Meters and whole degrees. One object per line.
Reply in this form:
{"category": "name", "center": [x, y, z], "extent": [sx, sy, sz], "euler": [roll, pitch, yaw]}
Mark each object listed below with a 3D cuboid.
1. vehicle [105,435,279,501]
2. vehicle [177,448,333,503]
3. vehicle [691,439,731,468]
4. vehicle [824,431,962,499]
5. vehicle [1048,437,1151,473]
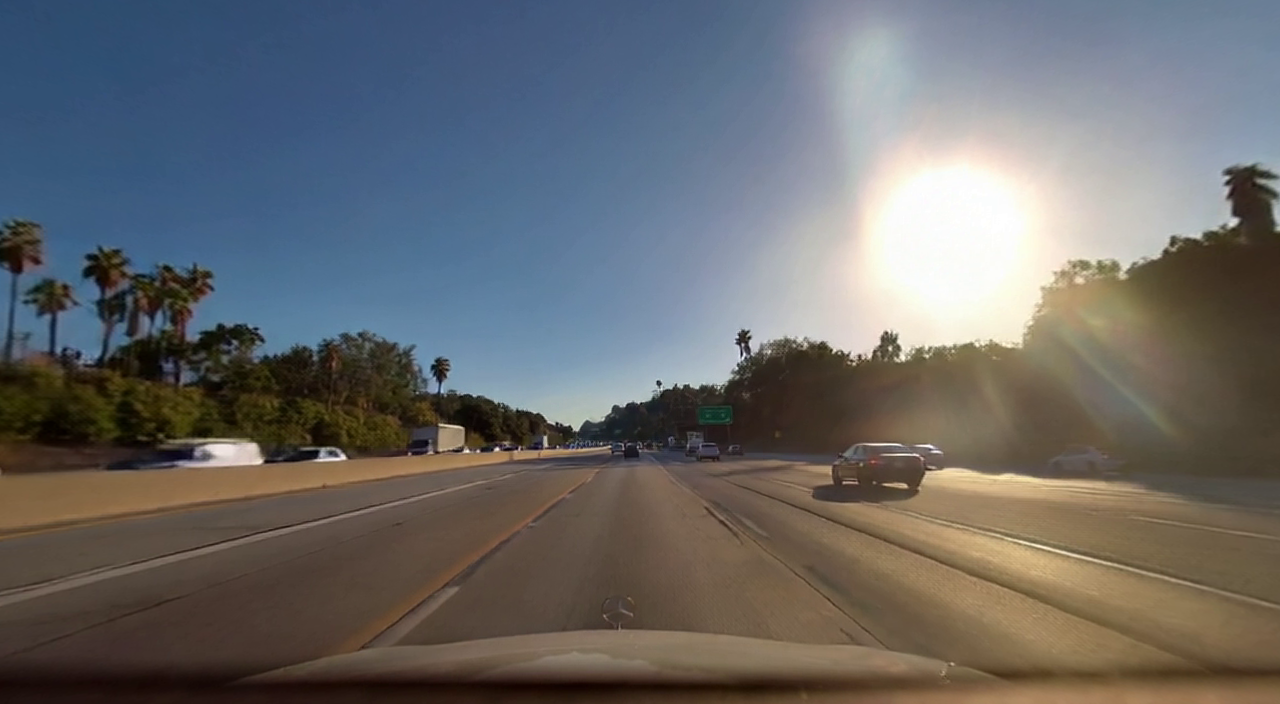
{"category": "vehicle", "center": [-16.336, 4.213, 23.544], "extent": [2.248, 2.130, 5.801], "euler": [0, -8, -1]}
{"category": "vehicle", "center": [-12.425, 3.988, 20.822], "extent": [1.999, 1.536, 4.987], "euler": [0, -8, 0]}
{"category": "vehicle", "center": [4.361, 6.280, 39.259], "extent": [2.035, 1.704, 3.867], "euler": [0, -8, 0]}
{"category": "vehicle", "center": [6.735, 3.045, 17.346], "extent": [1.902, 1.623, 4.360], "euler": [0, -8, -1]}
{"category": "vehicle", "center": [23.117, 5.185, 31.899], "extent": [1.887, 1.642, 4.592], "euler": [0, -8, 3]}
